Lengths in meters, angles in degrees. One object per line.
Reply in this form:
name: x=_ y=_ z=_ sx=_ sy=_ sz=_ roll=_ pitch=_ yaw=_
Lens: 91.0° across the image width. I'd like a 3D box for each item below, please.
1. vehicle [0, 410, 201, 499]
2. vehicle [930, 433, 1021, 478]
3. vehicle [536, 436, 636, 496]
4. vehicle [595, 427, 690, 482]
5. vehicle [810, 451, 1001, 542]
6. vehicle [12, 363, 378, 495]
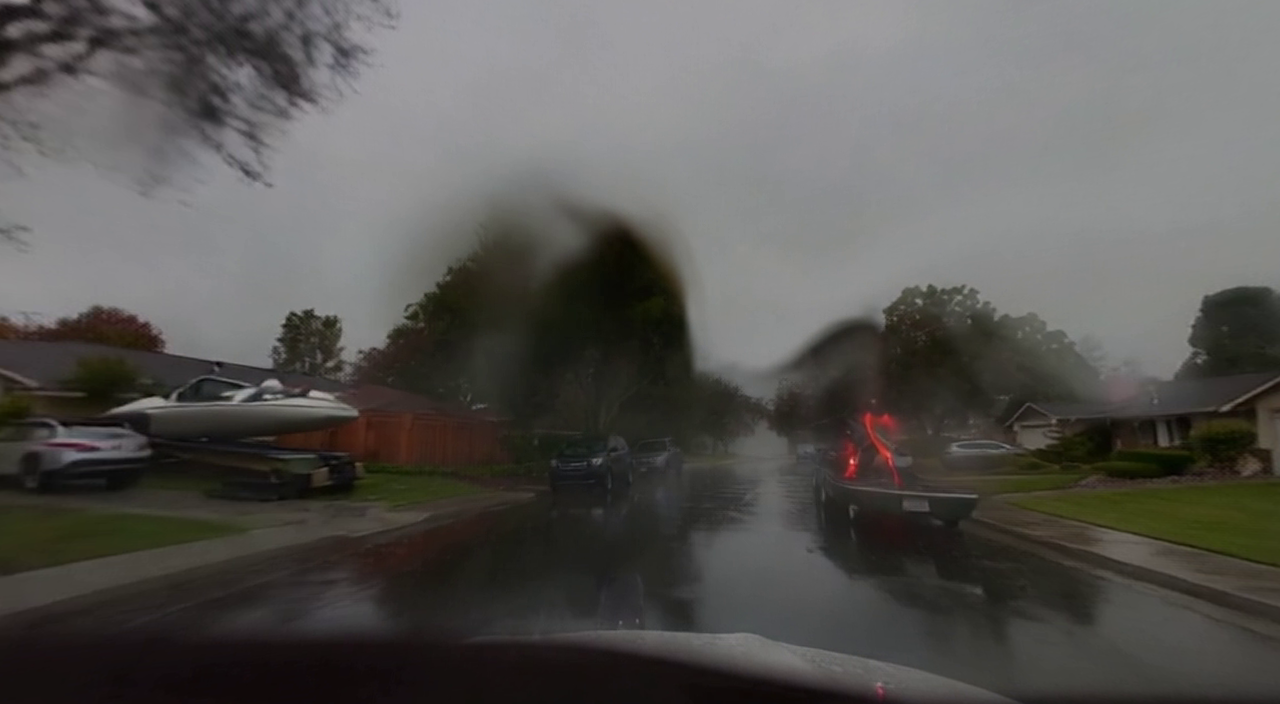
vehicle: x=-12.553 y=2.235 z=13.874 sx=4.360 sy=1.746 sz=2.079 roll=-1 pitch=-9 yaw=9
vehicle: x=16.397 y=5.041 z=30.851 sx=3.470 sy=2.123 sz=1.584 roll=0 pitch=-8 yaw=1
vehicle: x=-1.631 y=3.722 z=20.929 sx=2.052 sy=1.745 sz=4.737 roll=-2 pitch=-9 yaw=11
vehicle: x=0.303 y=4.717 z=29.141 sx=2.632 sy=2.249 sz=6.179 roll=-3 pitch=-9 yaw=17
vehicle: x=5.597 y=3.084 z=14.565 sx=2.804 sy=1.336 sz=6.700 roll=-1 pitch=-7 yaw=12
vehicle: x=-11.513 y=2.102 z=16.760 sx=7.767 sy=3.105 sz=2.858 roll=-1 pitch=-9 yaw=6
